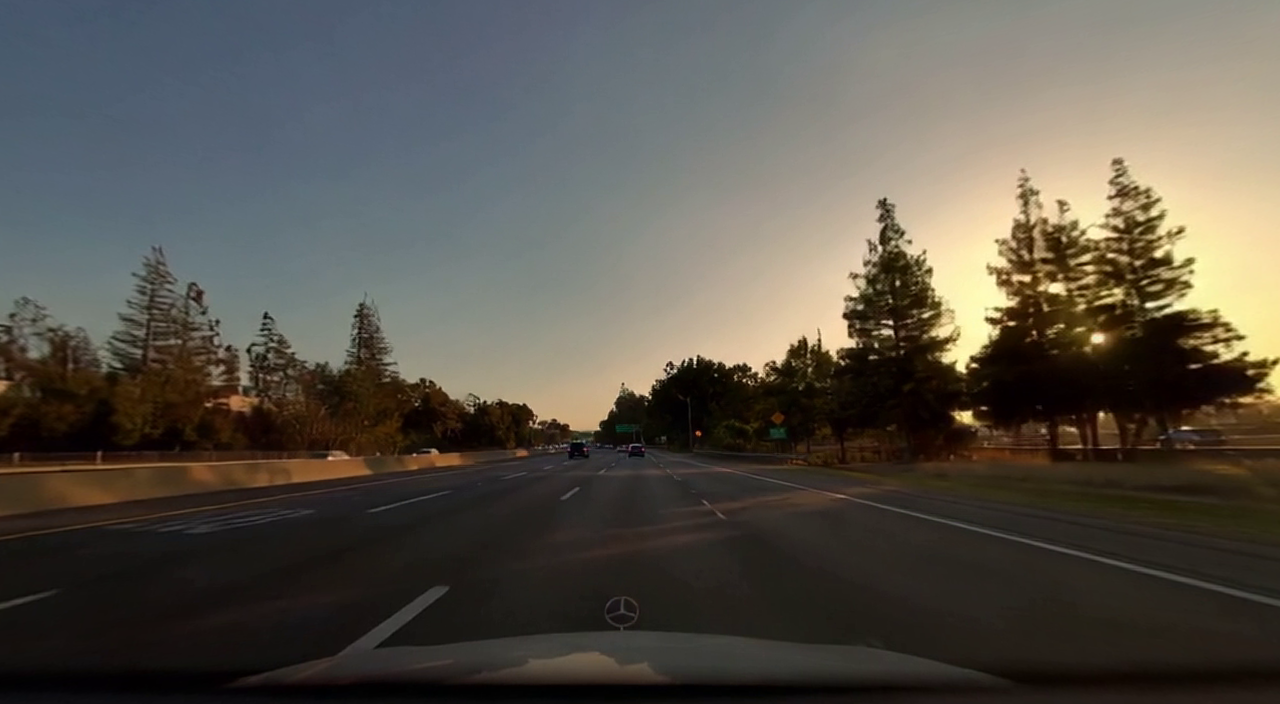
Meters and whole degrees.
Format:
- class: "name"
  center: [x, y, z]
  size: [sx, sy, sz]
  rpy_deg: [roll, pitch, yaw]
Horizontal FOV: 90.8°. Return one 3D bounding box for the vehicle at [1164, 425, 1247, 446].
- class: "vehicle"
  center: [43.664, 6.501, 48.873]
  size: [1.905, 1.549, 4.375]
  rpy_deg: [6, -10, -36]
